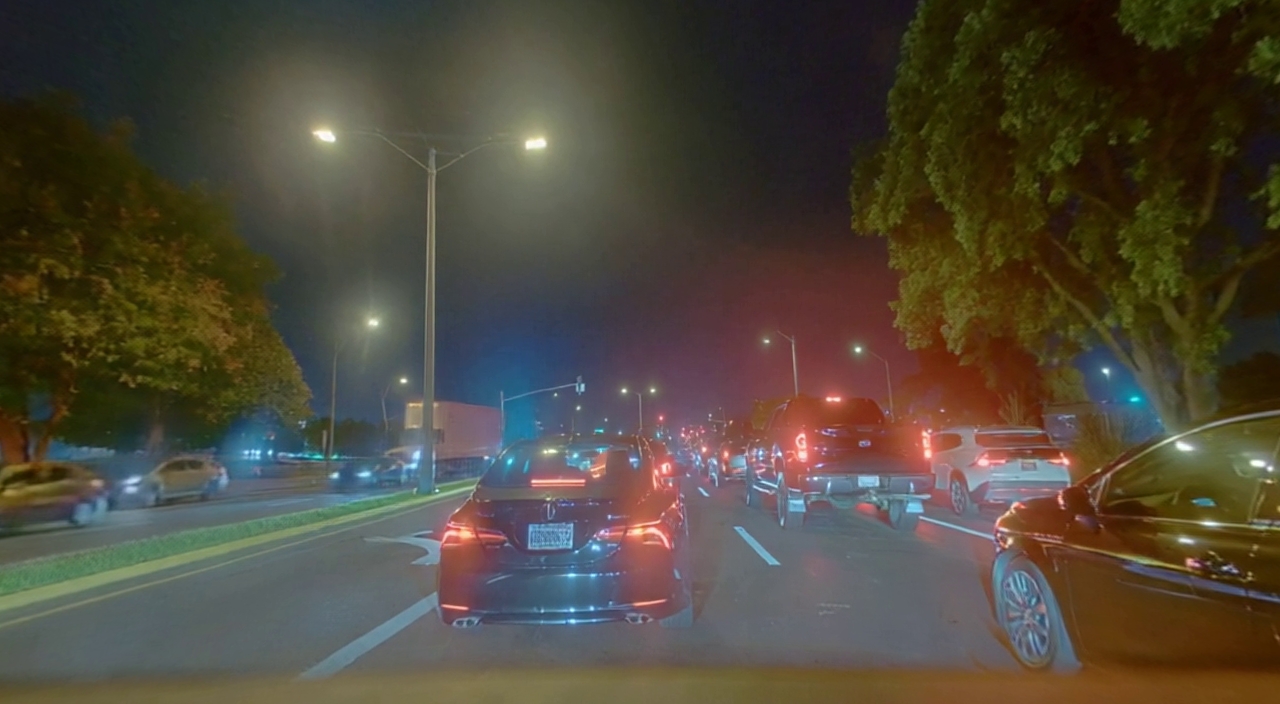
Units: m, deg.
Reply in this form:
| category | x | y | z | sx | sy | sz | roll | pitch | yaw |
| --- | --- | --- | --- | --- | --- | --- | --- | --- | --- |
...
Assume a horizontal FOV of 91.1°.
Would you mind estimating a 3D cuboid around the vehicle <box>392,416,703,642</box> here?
| category | x | y | z | sx | sy | sz | roll | pitch | yaw |
| --- | --- | --- | --- | --- | --- | --- | --- | --- | --- |
| vehicle | -0.576 | 1.499 | 6.336 | 2.111 | 1.506 | 4.018 | 0 | -9 | 2 |

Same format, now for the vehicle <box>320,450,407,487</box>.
| category | x | y | z | sx | sy | sz | roll | pitch | yaw |
| --- | --- | --- | --- | --- | --- | --- | --- | --- | --- |
| vehicle | -12.482 | 5.249 | 28.645 | 2.055 | 1.524 | 4.074 | 0 | -9 | 1 |

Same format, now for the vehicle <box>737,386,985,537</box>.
| category | x | y | z | sx | sy | sz | roll | pitch | yaw |
| --- | --- | --- | --- | --- | --- | --- | --- | --- | --- |
| vehicle | 3.528 | 1.948 | 11.687 | 2.444 | 2.098 | 5.766 | 0 | -8 | -1 |

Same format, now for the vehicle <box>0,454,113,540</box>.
| category | x | y | z | sx | sy | sz | roll | pitch | yaw |
| --- | --- | --- | --- | --- | --- | --- | --- | --- | --- |
| vehicle | -12.614 | 2.706 | 11.725 | 1.907 | 1.522 | 4.115 | 0 | -9 | 0 |

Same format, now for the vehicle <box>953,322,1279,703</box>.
| category | x | y | z | sx | sy | sz | roll | pitch | yaw |
| --- | --- | --- | --- | --- | --- | --- | --- | --- | --- |
| vehicle | 3.158 | 0.755 | 2.067 | 1.982 | 1.709 | 4.427 | 0 | -9 | 1 |

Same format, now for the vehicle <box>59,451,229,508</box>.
| category | x | y | z | sx | sy | sz | roll | pitch | yaw |
| --- | --- | --- | --- | --- | --- | --- | --- | --- | --- |
| vehicle | -16.306 | 4.168 | 21.015 | 1.937 | 1.650 | 4.465 | 0 | -9 | 2 |
